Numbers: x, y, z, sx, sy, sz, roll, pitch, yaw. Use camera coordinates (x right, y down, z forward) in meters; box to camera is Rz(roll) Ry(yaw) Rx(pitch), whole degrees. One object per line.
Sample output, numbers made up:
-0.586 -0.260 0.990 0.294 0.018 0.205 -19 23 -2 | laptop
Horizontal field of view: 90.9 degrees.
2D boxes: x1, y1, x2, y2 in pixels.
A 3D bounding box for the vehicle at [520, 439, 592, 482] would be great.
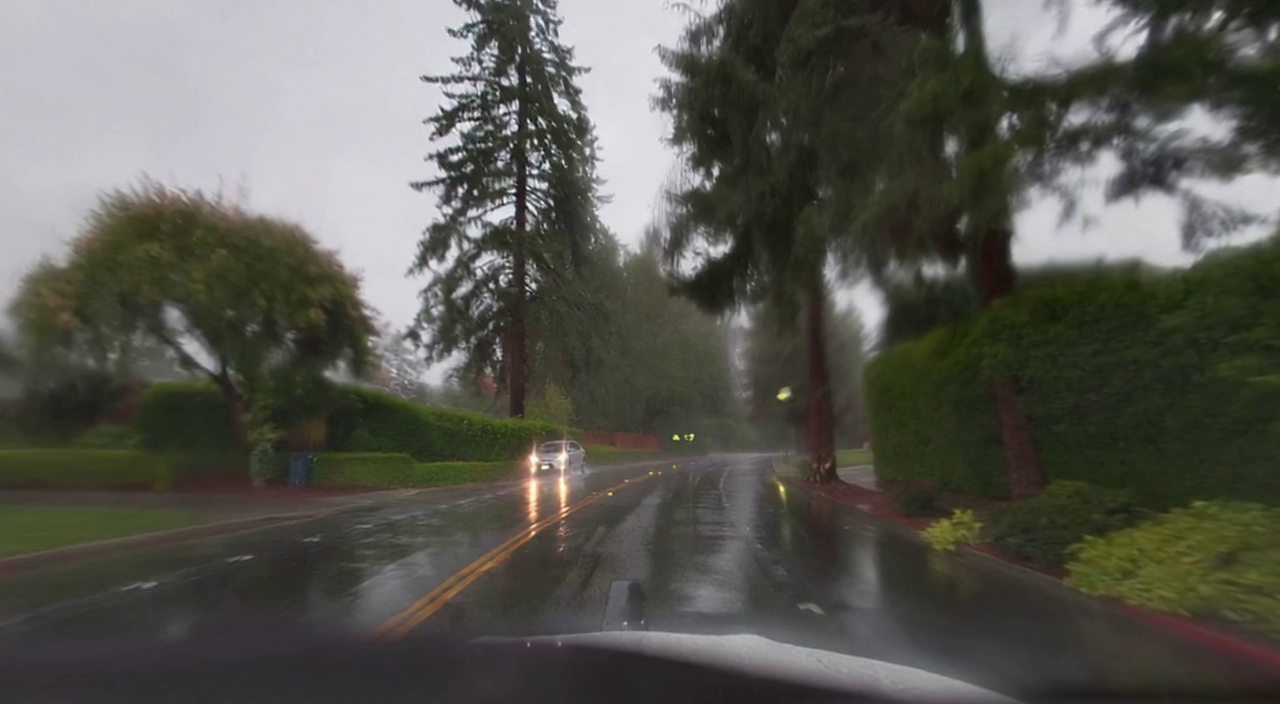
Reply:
-3.721 4.906 28.921 2.002 1.601 5.012 -3 -7 7 | vehicle
